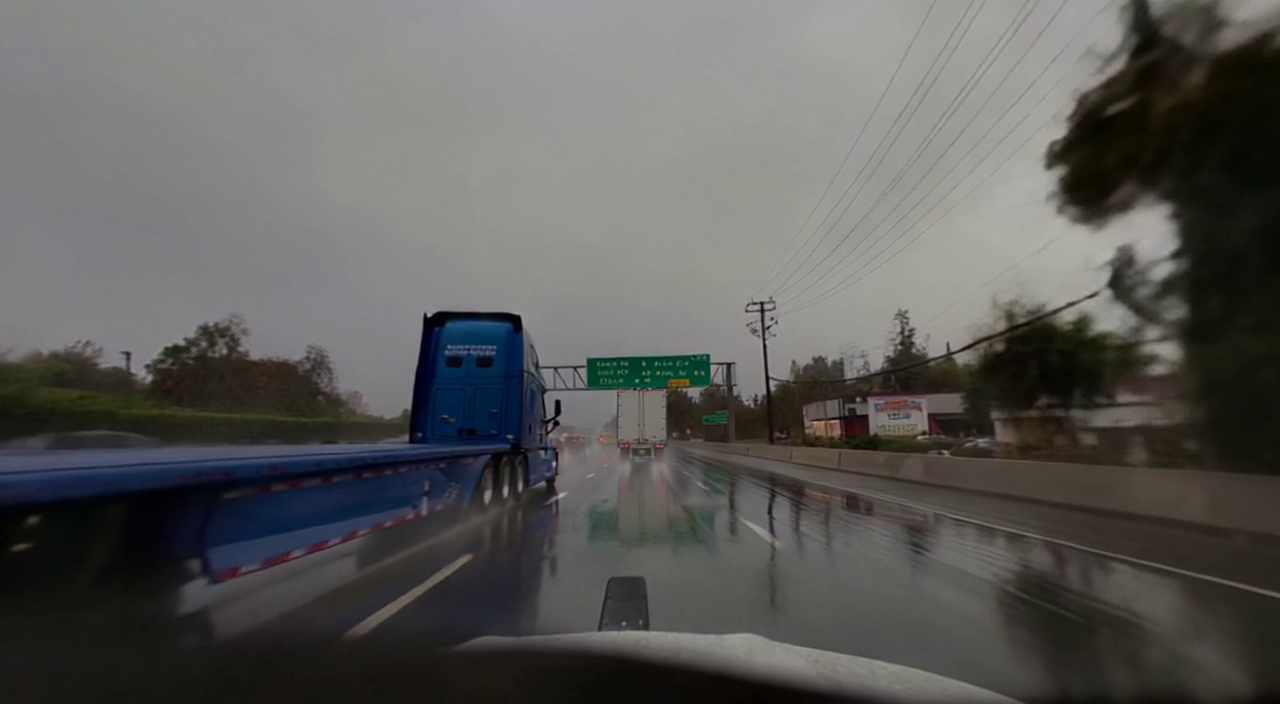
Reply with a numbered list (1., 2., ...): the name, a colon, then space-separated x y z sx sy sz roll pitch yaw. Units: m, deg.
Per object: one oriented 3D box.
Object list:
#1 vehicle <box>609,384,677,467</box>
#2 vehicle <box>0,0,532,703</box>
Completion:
1. vehicle: 0.123 3.934 32.454 2.941 3.604 9.851 0 -8 0
2. vehicle: -3.912 0.161 6.070 2.875 4.083 15.756 0 -9 0
